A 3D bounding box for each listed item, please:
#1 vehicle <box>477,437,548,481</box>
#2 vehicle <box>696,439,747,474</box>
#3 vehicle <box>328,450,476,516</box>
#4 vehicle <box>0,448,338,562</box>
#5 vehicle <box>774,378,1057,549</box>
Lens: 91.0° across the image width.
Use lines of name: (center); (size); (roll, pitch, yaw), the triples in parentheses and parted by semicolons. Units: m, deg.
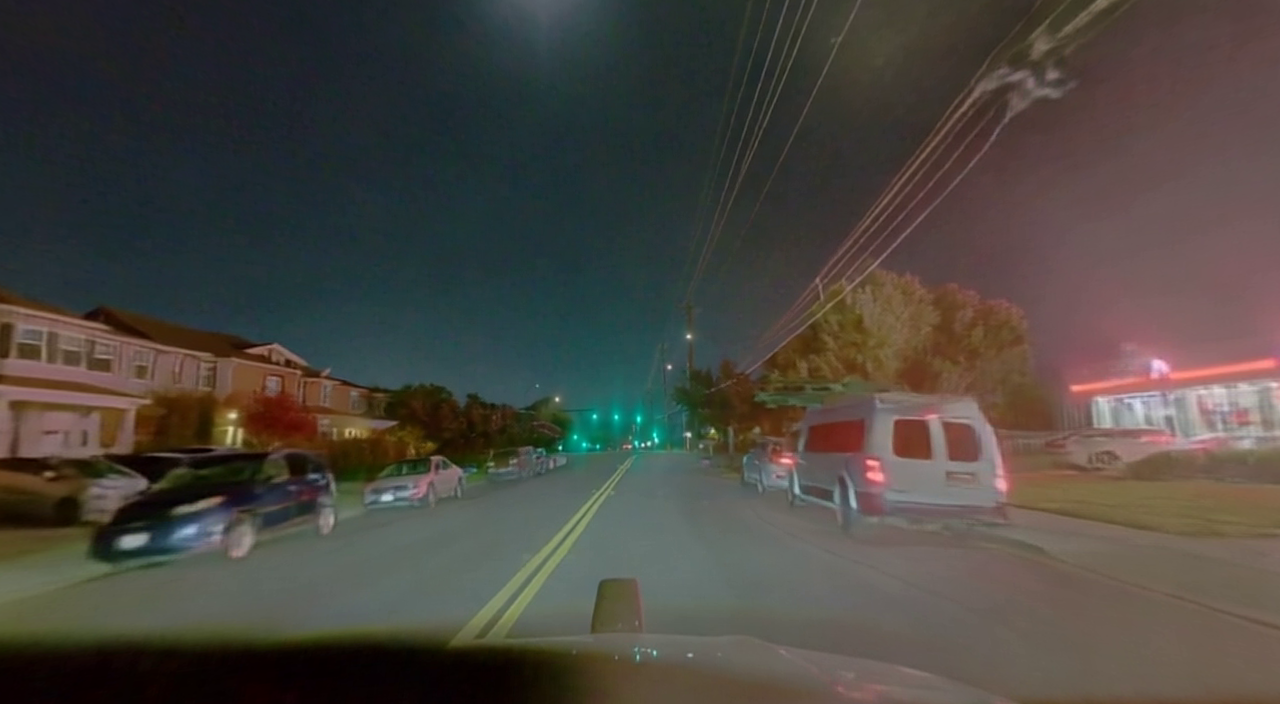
vehicle: (-6.066, 5.138, 30.657); (2.322, 1.913, 5.582); (0, -9, 0)
vehicle: (3.849, 4.996, 30.390); (1.848, 1.550, 4.054); (0, -9, -1)
vehicle: (-6.090, 3.378, 16.839); (2.048, 1.438, 4.728); (-2, -9, 1)
vehicle: (-7.678, 2.295, 9.819); (4.935, 1.454, 1.900); (-1, -8, -5)
vehicle: (4.081, 1.821, 10.779); (2.396, 2.164, 5.381); (0, -9, 0)
